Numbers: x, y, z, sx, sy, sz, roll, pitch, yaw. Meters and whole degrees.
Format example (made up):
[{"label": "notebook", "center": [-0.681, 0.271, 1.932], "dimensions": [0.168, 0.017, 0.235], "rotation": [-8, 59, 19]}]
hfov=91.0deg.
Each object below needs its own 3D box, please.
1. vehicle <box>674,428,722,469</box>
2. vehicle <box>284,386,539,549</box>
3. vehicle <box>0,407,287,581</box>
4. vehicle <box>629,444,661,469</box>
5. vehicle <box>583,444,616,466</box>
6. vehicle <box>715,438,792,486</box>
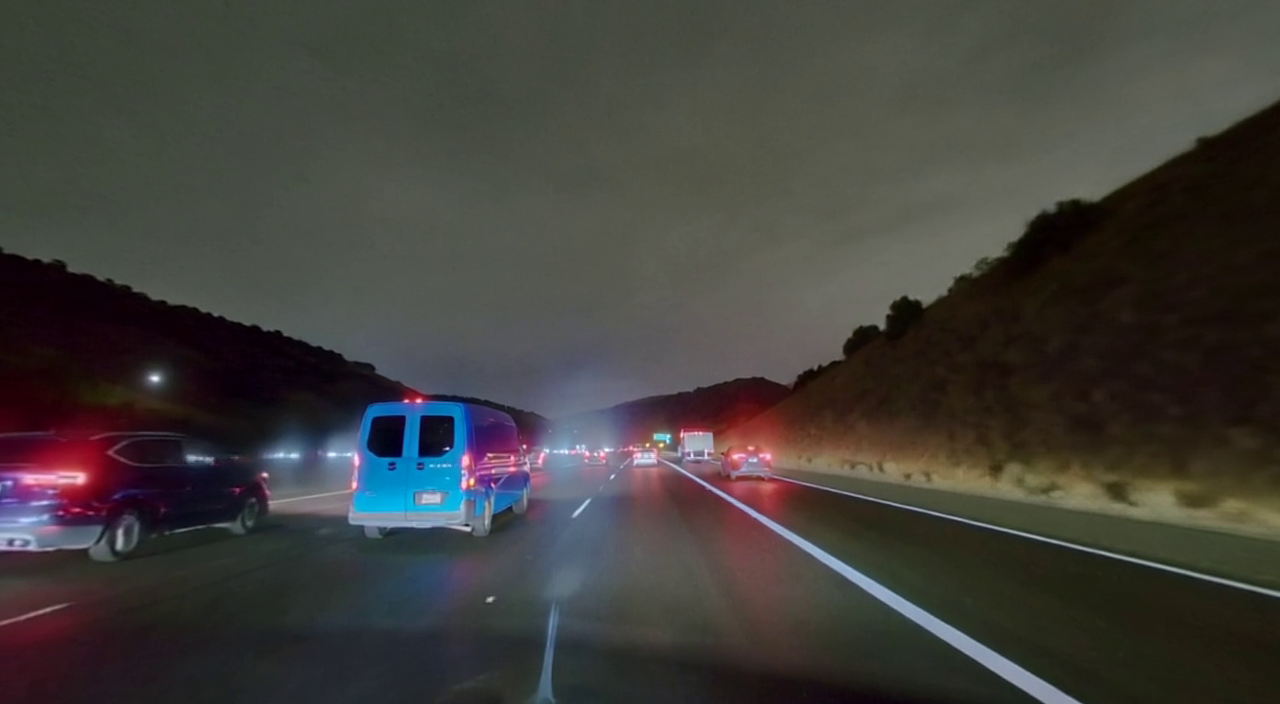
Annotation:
[{"label": "vehicle", "center": [4.153, 7.205, 46.994], "dimensions": [2.877, 2.730, 7.831], "rotation": [0, -9, 0]}, {"label": "vehicle", "center": [-3.578, 2.013, 11.521], "dimensions": [2.421, 2.203, 5.775], "rotation": [0, -9, 1]}, {"label": "vehicle", "center": [-7.372, 1.787, 8.745], "dimensions": [2.054, 1.715, 4.928], "rotation": [0, -9, 0]}, {"label": "vehicle", "center": [0.344, 6.811, 41.185], "dimensions": [2.014, 1.543, 3.804], "rotation": [0, -9, 0]}, {"label": "vehicle", "center": [-3.048, 7.892, 48.275], "dimensions": [2.138, 1.581, 4.340], "rotation": [0, -9, 1]}, {"label": "vehicle", "center": [4.131, 4.076, 23.576], "dimensions": [2.051, 1.598, 4.145], "rotation": [0, -9, -1]}]
